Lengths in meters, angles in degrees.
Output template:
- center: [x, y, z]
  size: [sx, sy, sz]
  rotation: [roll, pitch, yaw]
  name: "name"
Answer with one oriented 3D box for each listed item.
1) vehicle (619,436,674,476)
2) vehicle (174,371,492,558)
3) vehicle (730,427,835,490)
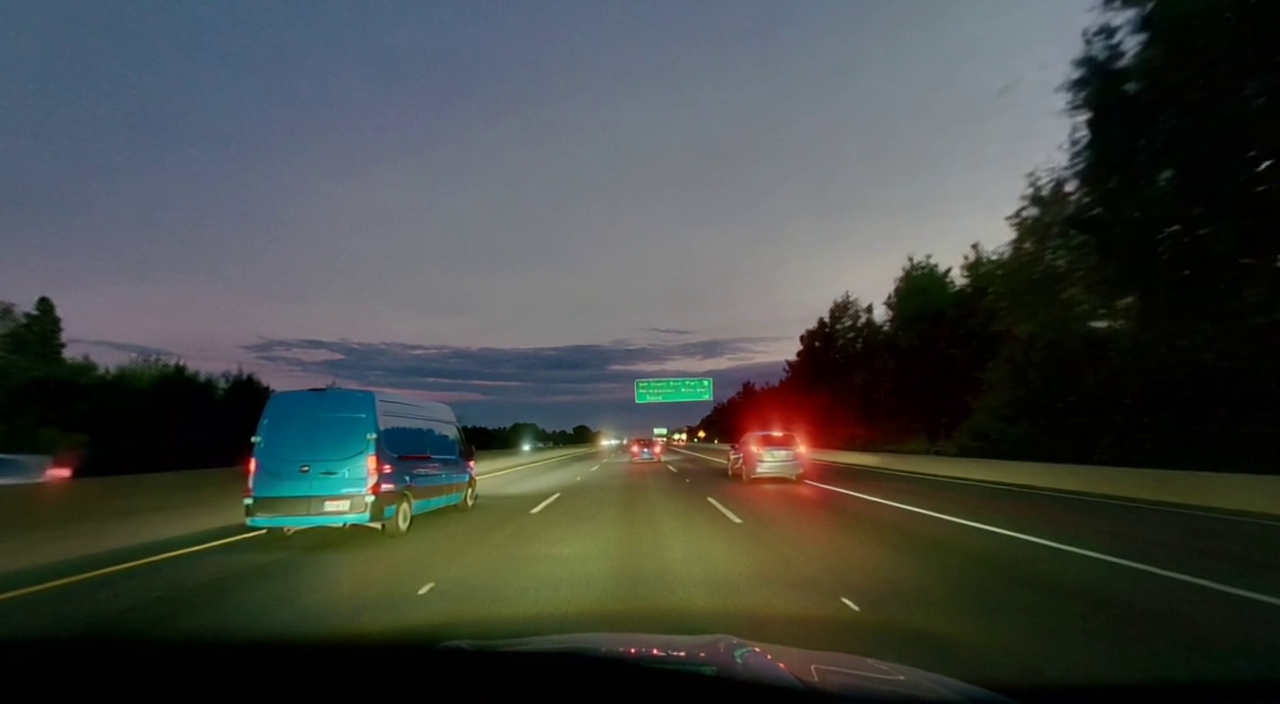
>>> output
- center: [0.244, 4.120, 25.355]
  size: [2.020, 1.464, 3.803]
  rotation: [0, -8, 0]
  name: "vehicle"
- center: [-3.982, 1.574, 9.551]
  size: [2.275, 2.053, 5.082]
  rotation: [0, -8, -1]
  name: "vehicle"
- center: [4.067, 3.113, 18.883]
  size: [1.996, 1.638, 4.496]
  rotation: [0, -8, -1]
  name: "vehicle"
